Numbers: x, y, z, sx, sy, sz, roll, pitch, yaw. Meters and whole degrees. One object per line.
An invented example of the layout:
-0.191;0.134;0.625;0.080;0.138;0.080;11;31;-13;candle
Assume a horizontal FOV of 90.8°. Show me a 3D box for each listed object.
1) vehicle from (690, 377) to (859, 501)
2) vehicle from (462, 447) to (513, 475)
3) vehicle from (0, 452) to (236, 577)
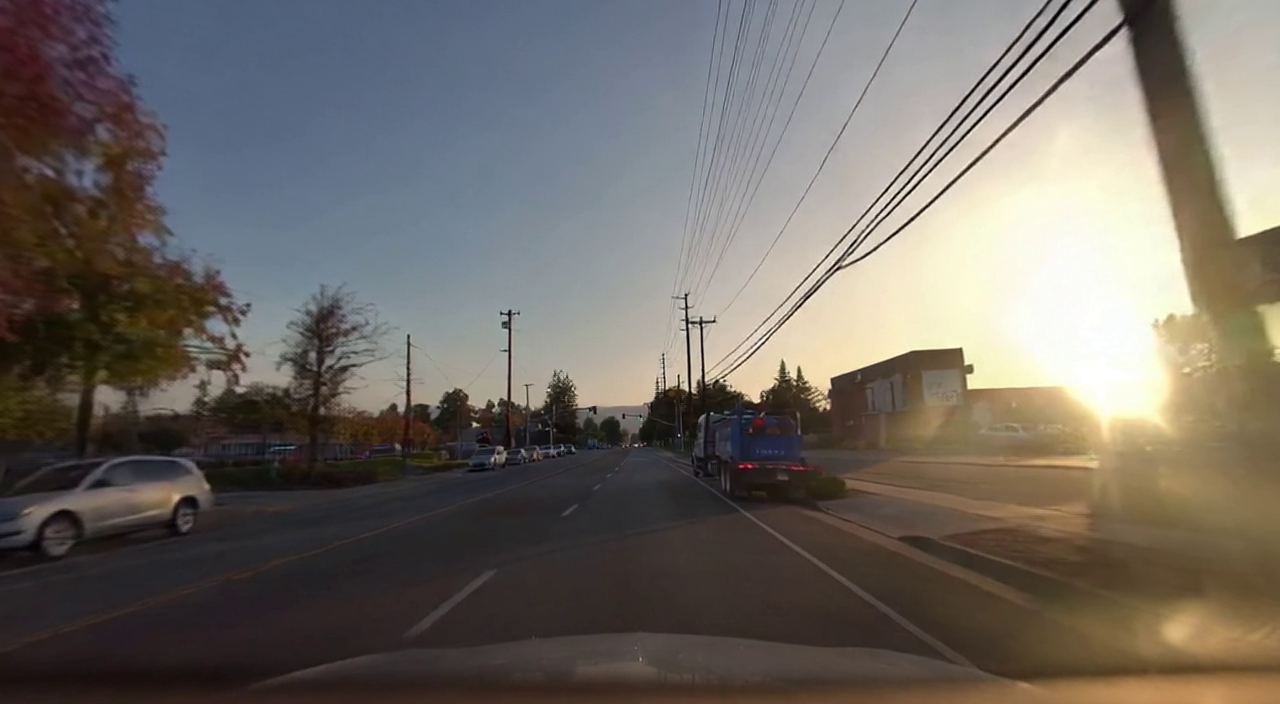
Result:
3.759;2.871;20.652;3.168;3.106;9.350;0;-8;-2;vehicle
-8.682;6.246;36.396;1.939;1.480;4.632;0;-9;-3;vehicle
-8.966;2.391;10.094;1.864;1.529;4.677;0;-9;1;vehicle
